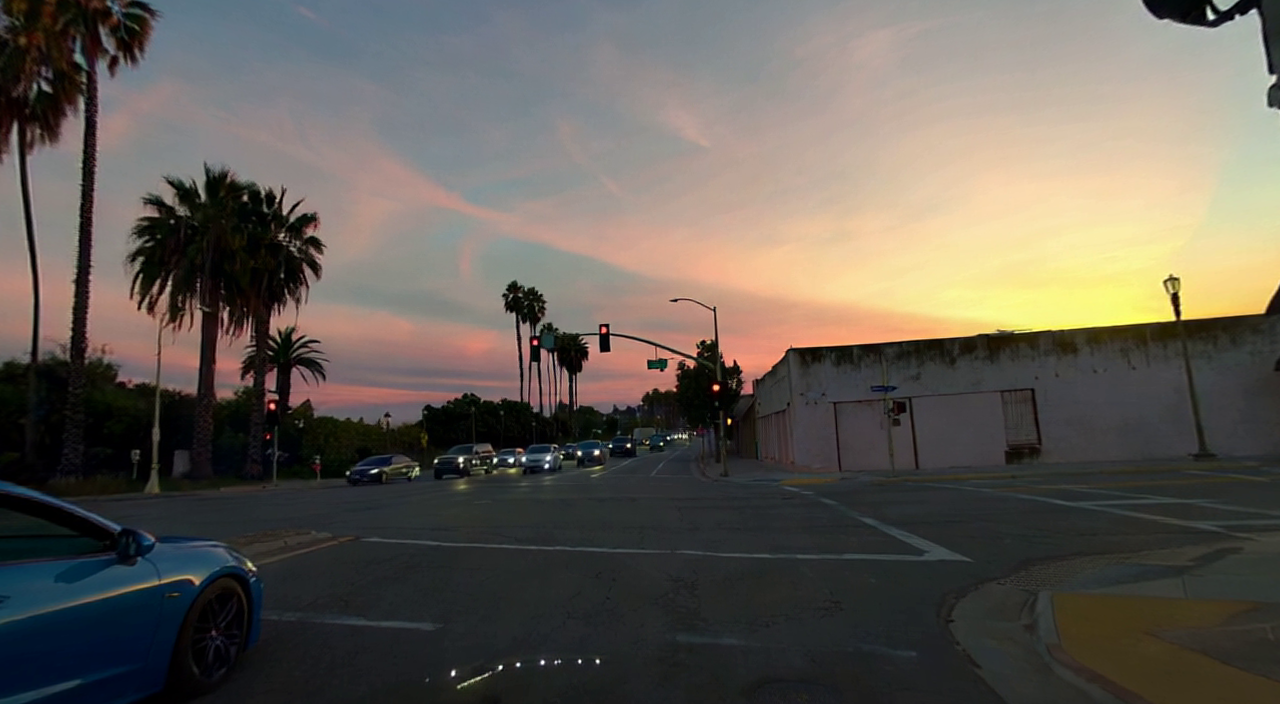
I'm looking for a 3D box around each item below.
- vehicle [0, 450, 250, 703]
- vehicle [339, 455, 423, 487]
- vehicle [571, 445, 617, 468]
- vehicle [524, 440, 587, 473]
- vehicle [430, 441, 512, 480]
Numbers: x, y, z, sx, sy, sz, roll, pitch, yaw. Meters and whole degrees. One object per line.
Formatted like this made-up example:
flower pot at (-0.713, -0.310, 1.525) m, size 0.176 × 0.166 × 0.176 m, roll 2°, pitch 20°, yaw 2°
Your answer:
vehicle at (-3.688, 1.025, 2.261) m, size 1.850 × 1.325 × 4.295 m, roll 0°, pitch -9°, yaw 0°
vehicle at (-12.843, 5.912, 31.645) m, size 1.880 × 1.440 × 4.418 m, roll -1°, pitch -9°, yaw 7°
vehicle at (-3.137, 7.234, 43.973) m, size 1.839 × 1.468 × 4.549 m, roll -2°, pitch -9°, yaw 14°
vehicle at (-4.690, 5.942, 36.012) m, size 2.092 × 1.709 × 4.775 m, roll -2°, pitch -9°, yaw 11°
vehicle at (-8.788, 5.683, 33.392) m, size 2.152 × 1.825 × 5.406 m, roll -1°, pitch -9°, yaw 8°
